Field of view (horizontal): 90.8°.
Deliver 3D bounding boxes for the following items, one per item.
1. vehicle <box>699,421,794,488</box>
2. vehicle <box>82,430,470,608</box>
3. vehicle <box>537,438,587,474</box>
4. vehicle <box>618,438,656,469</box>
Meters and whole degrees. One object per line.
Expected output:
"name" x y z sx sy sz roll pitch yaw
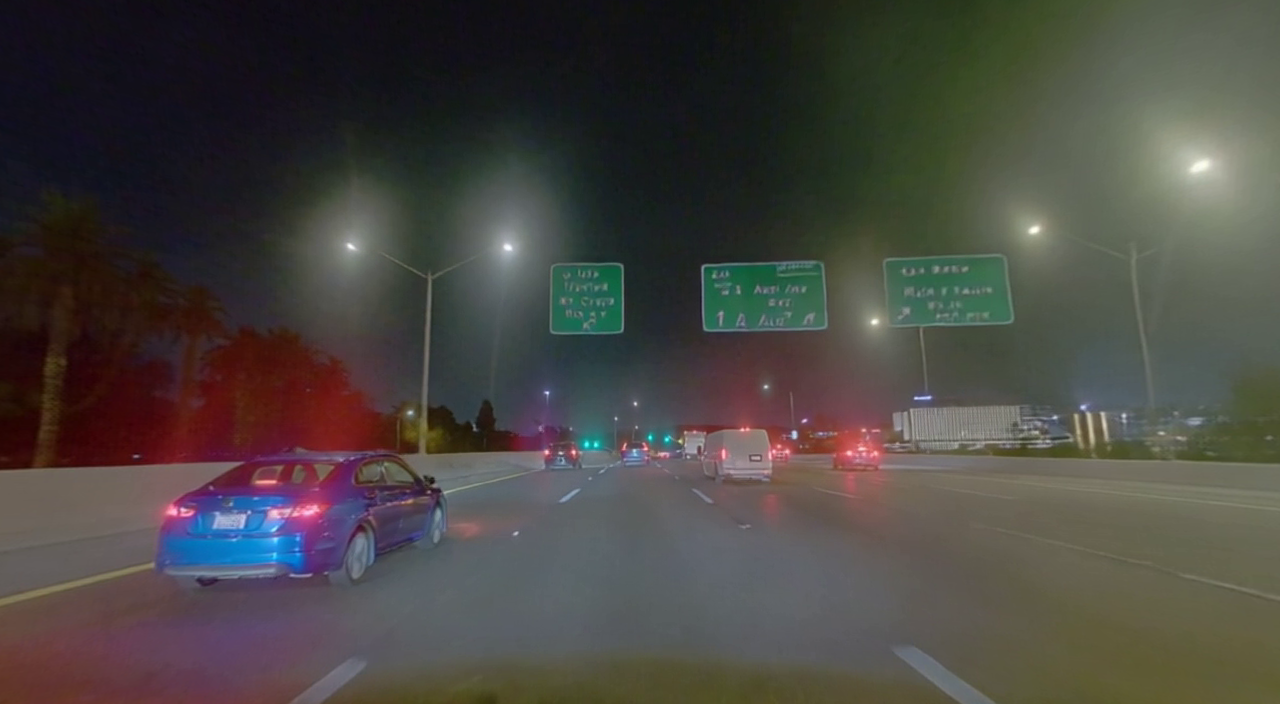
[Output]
"vehicle" 3.612 3.661 22.724 2.250 2.074 5.723 0 -9 -2
"vehicle" -3.631 1.731 7.513 1.991 1.469 4.381 0 -9 0
"vehicle" -4.105 5.562 33.986 2.109 1.793 4.613 0 -9 0
"vehicle" -0.213 6.290 39.160 2.212 1.786 4.198 0 -9 -1
